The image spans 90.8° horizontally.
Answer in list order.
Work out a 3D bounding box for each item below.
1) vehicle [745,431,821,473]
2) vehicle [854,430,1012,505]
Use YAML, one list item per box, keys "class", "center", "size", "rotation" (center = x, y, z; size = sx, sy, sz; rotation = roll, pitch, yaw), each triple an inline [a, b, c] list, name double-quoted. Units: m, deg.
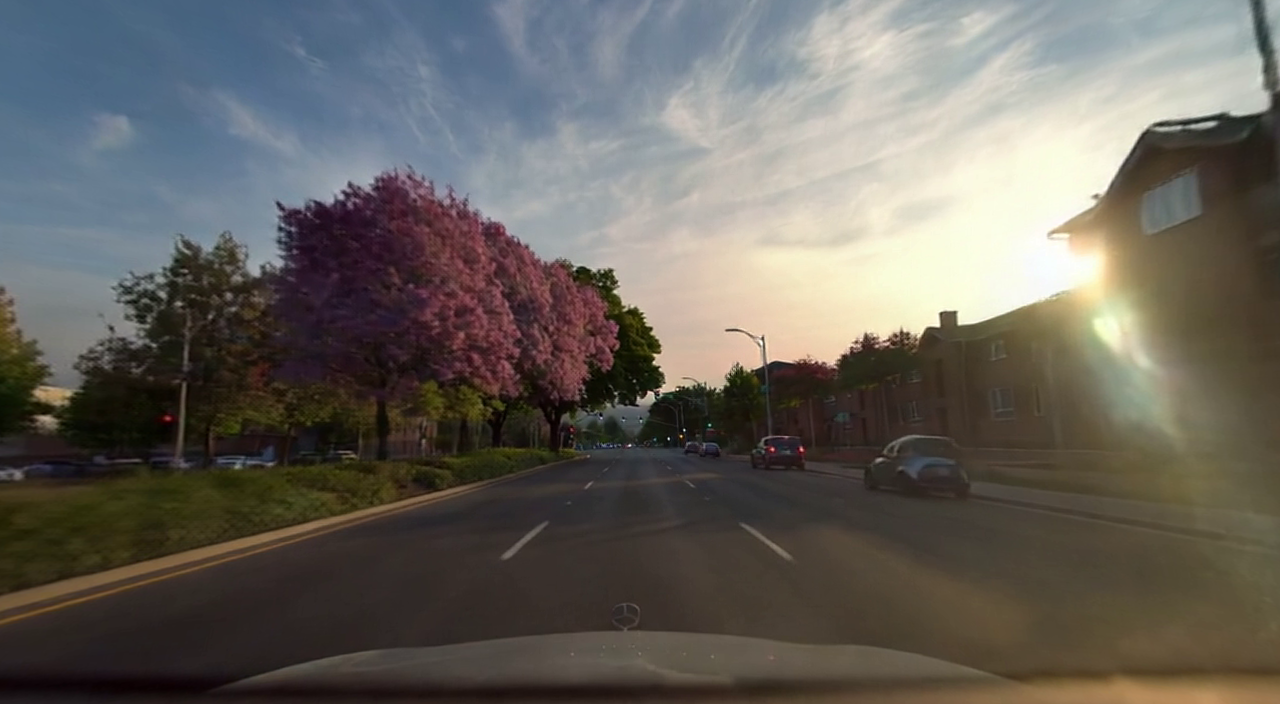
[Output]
- class: "vehicle"
  center: [6.976, 4.974, 31.580]
  size: [2.450, 1.892, 5.107]
  rotation: [0, -9, -2]
- class: "vehicle"
  center: [7.254, 2.899, 16.237]
  size: [1.940, 1.647, 4.309]
  rotation: [0, -9, -1]
